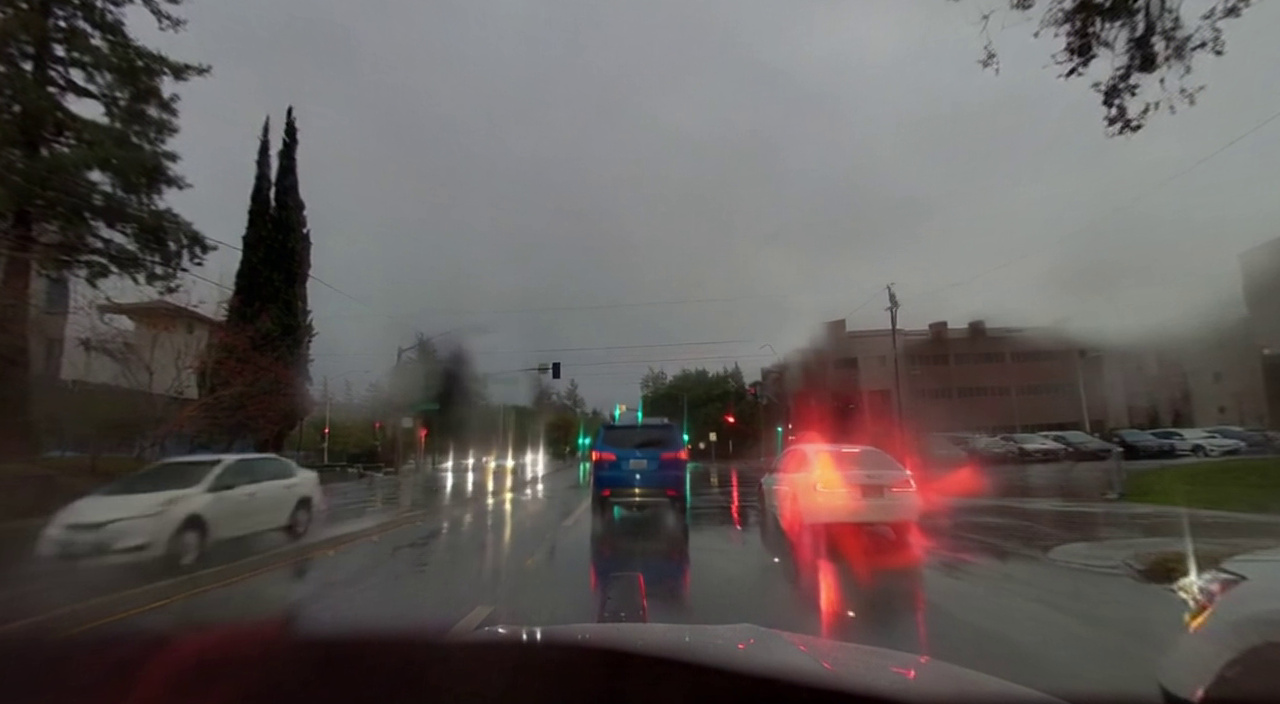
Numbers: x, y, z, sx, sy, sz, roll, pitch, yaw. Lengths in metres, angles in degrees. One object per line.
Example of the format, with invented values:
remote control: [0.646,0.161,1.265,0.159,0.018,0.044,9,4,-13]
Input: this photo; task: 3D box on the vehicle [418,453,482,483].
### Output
vehicle: [-10.793,6.609,36.060,2.206,1.544,4.740,0,-9,0]

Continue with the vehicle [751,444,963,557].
vehicle: [3.308,2.325,10.681,1.900,1.478,4.425,0,-9,-2]

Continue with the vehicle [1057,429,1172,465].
vehicle: [26.519,5.336,35.211,4.704,1.919,2.130,0,-9,-2]

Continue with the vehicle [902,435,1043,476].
vehicle: [13.525,4.231,25.753,4.648,1.583,2.018,0,-9,-2]

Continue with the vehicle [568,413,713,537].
vehicle: [-0.029,2.265,12.108,2.296,1.947,4.168,0,-9,-1]

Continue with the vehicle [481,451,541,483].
vehicle: [-6.503,5.844,32.227,2.054,1.478,4.584,0,-9,1]

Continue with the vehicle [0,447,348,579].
vehicle: [-6.592,2.212,9.620,1.981,1.478,4.701,0,-9,0]

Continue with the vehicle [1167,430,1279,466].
vehicle: [25.822,4.142,27.084,4.420,1.469,1.807,0,-9,1]

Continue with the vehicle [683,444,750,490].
vehicle: [3.055,4.704,26.141,2.138,1.729,4.178,0,-9,-2]
